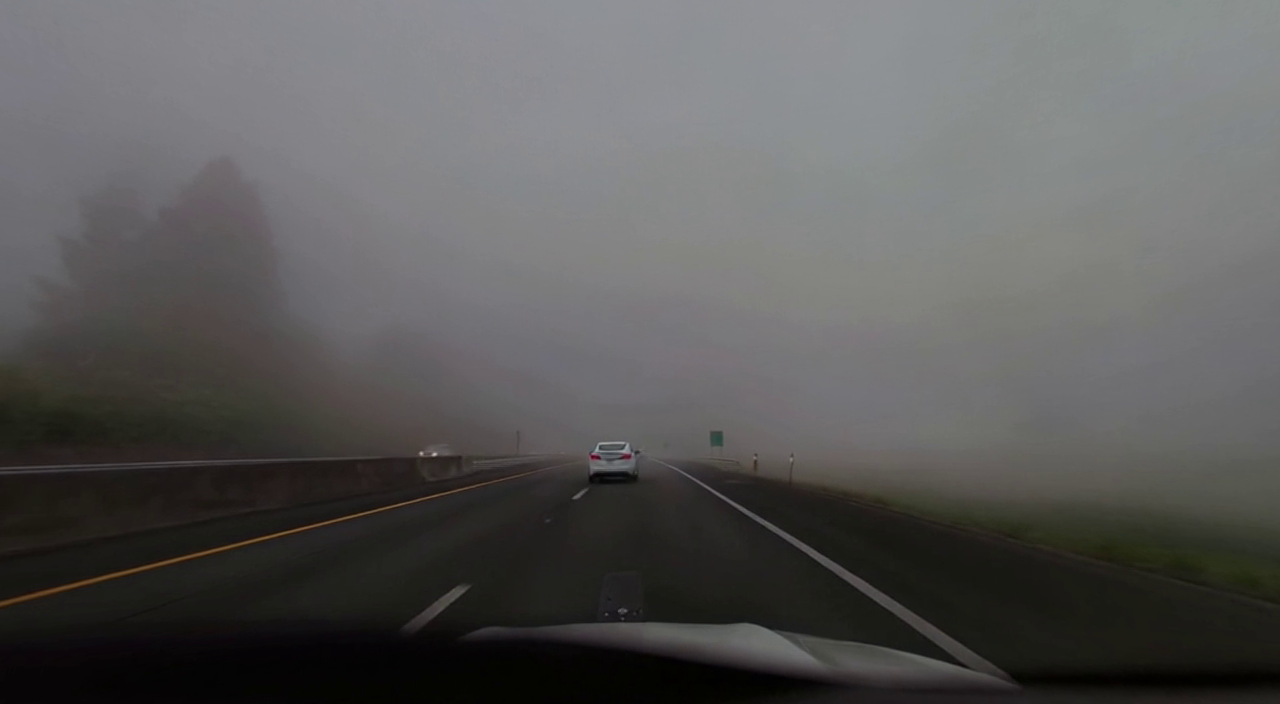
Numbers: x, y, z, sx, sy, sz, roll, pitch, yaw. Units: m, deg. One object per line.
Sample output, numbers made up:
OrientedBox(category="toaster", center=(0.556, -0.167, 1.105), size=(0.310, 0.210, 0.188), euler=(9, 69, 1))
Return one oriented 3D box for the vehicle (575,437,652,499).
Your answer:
OrientedBox(category="vehicle", center=(-0.699, 3.563, 19.709), size=(2.135, 1.686, 4.517), euler=(0, -9, 1))
